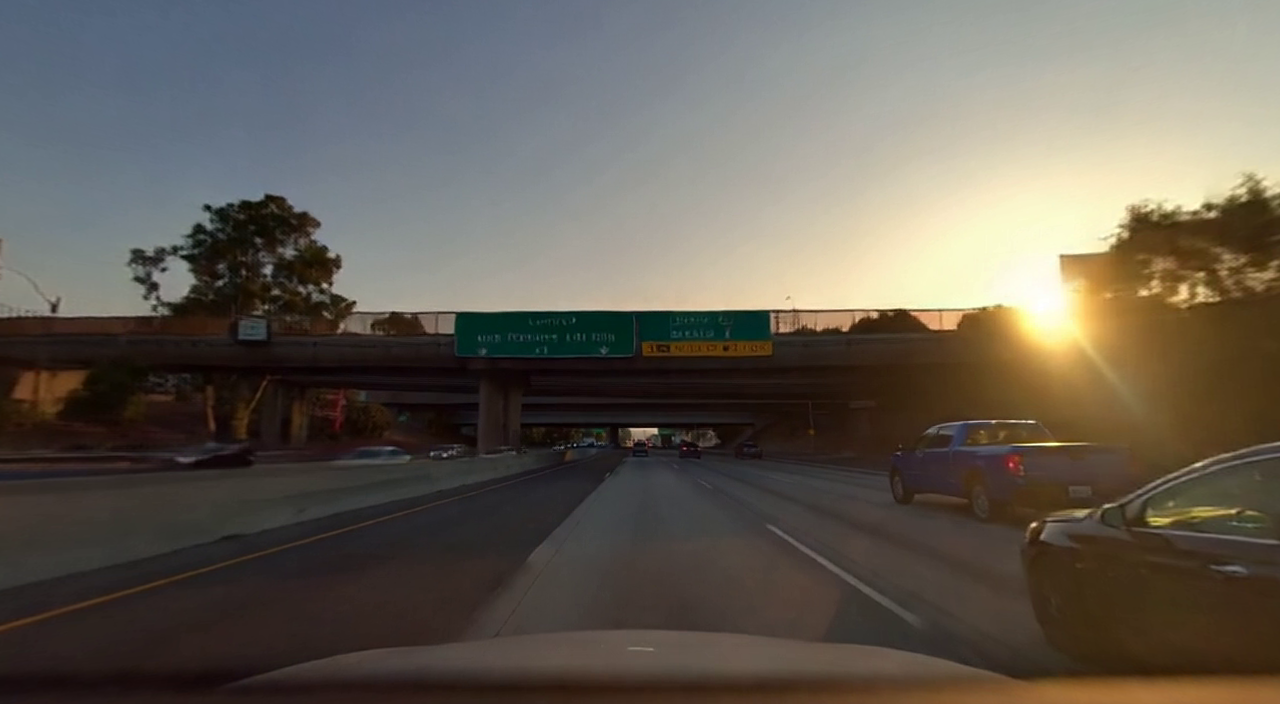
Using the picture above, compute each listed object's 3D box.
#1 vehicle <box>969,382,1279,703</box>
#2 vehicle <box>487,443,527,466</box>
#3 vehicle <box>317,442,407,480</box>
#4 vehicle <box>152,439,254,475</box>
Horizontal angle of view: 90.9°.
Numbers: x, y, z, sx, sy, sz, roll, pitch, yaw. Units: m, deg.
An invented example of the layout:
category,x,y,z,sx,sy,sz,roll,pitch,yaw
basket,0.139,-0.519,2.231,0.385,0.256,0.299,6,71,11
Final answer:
category,x,y,z,sx,sy,sz,roll,pitch,yaw
vehicle,3.251,0.808,1.742,2.119,1.524,4.807,0,-8,0
vehicle,-9.290,7.193,44.514,1.865,1.481,4.492,0,-8,0
vehicle,-11.735,4.606,26.939,1.850,1.465,4.257,0,-8,1
vehicle,-21.749,5.232,31.620,1.945,1.661,4.387,0,-8,0
